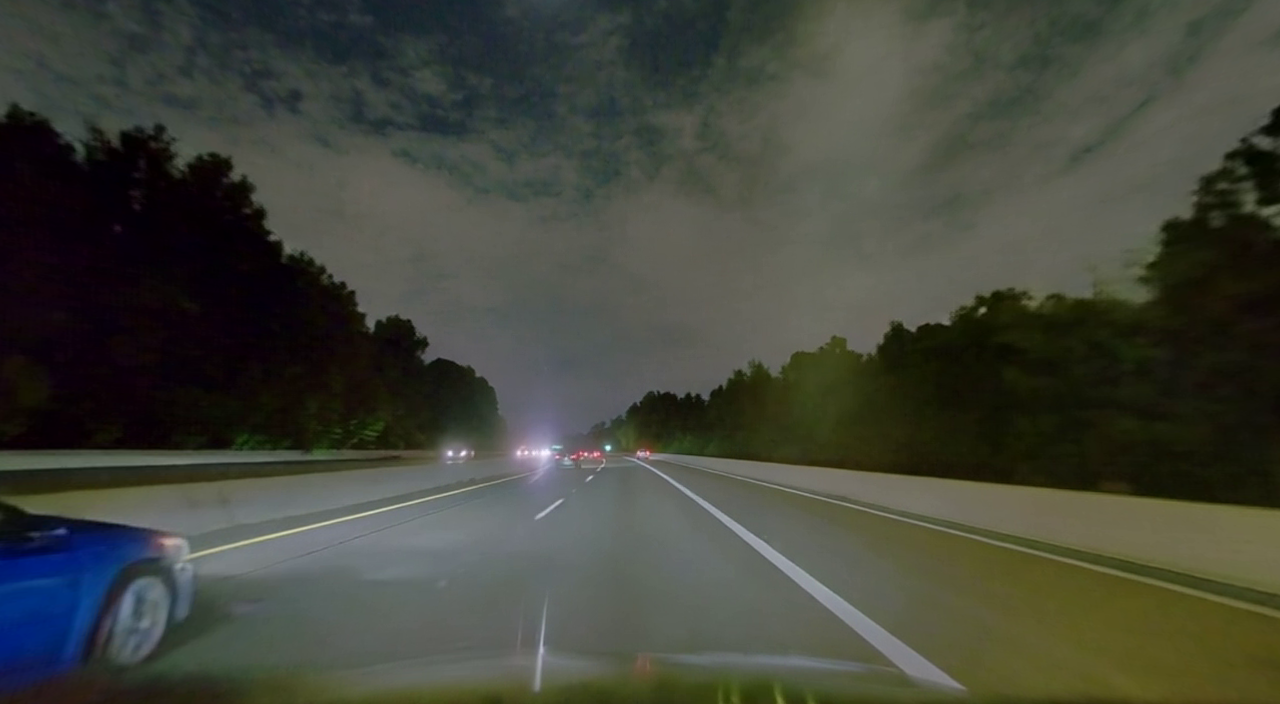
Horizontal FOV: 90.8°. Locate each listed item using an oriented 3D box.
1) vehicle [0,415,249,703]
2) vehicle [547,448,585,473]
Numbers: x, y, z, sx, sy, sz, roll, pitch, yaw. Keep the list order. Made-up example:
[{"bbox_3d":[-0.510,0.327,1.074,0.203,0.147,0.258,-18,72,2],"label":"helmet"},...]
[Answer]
[{"bbox_3d":[-3.731,0.907,1.874,1.957,1.499,4.965,0,-9,0],"label":"vehicle"},{"bbox_3d":[-4.809,7.059,41.377,2.049,1.521,4.366,0,-9,-1],"label":"vehicle"}]
